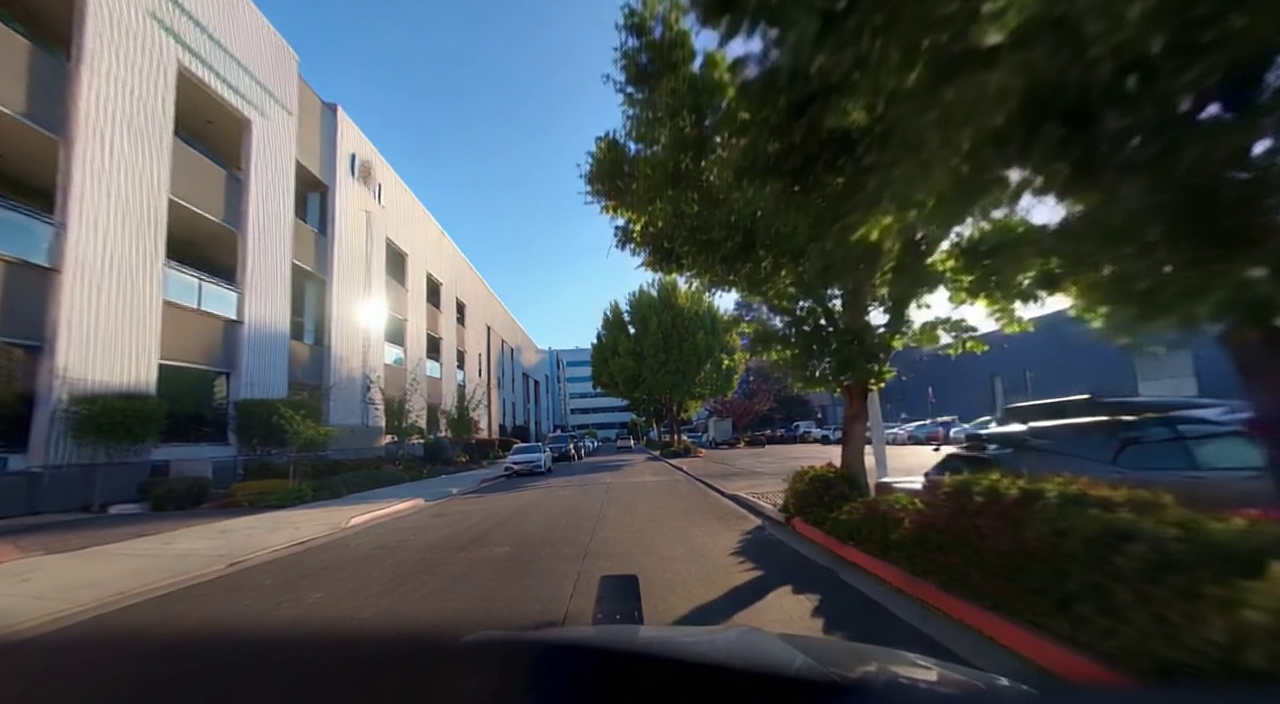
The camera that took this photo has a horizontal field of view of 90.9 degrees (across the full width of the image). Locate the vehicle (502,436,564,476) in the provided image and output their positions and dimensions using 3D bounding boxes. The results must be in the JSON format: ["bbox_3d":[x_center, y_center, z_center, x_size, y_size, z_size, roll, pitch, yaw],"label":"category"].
[{"bbox_3d":[-4.788,4.740,28.785,2.040,1.501,4.440,-4,-9,-1],"label":"vehicle"}]

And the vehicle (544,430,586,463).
[{"bbox_3d":[-4.810,6.163,40.813,2.161,1.843,5.181,-4,-9,-2],"label":"vehicle"}]
